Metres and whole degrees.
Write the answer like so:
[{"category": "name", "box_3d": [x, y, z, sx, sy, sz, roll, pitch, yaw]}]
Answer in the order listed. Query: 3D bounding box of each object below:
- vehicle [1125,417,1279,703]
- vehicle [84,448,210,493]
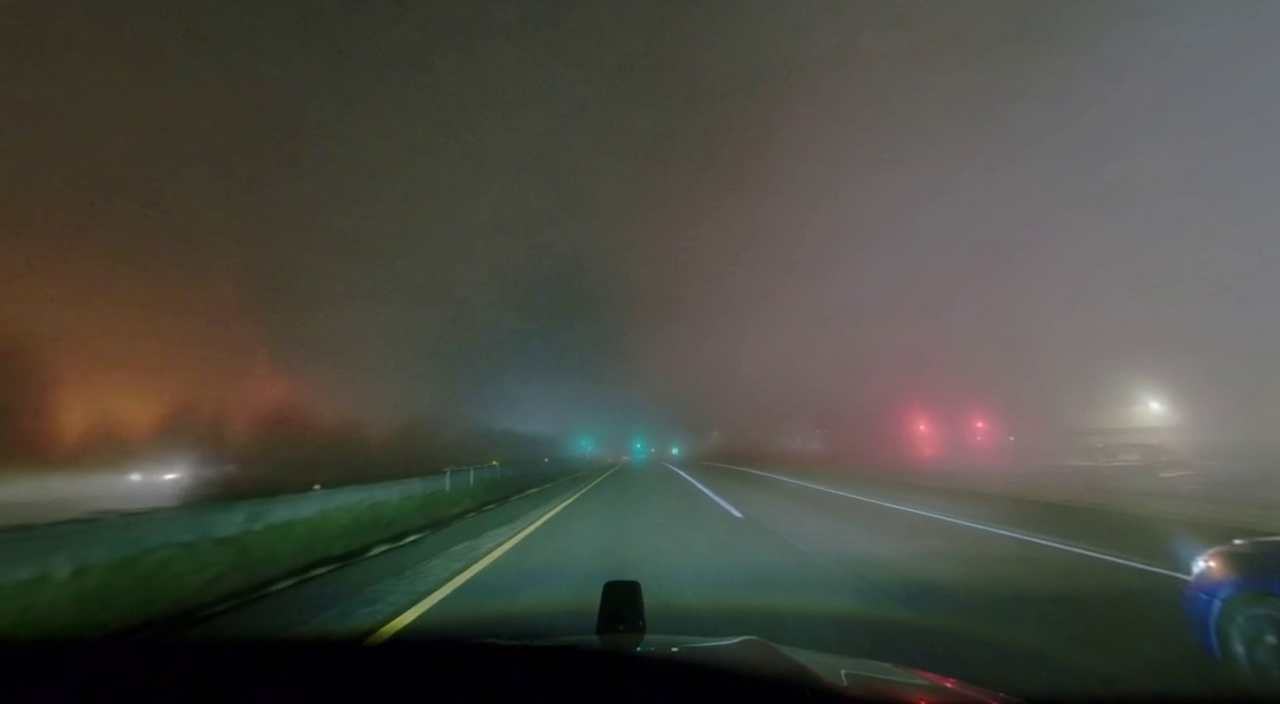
[{"category": "vehicle", "box_3d": [4.224, 0.851, 1.676, 2.053, 1.490, 4.799, -1, -8, 0]}, {"category": "vehicle", "box_3d": [-20.590, 4.927, 26.591, 1.908, 1.668, 4.092, -1, -8, 1]}]
